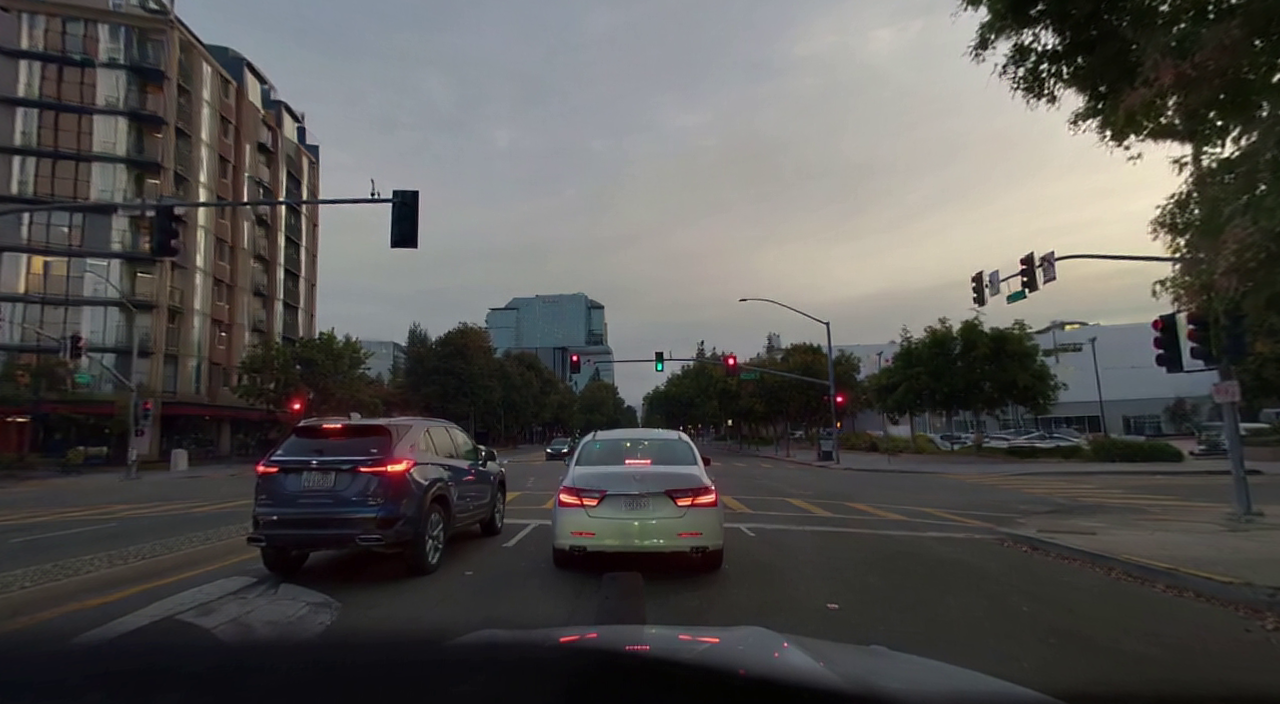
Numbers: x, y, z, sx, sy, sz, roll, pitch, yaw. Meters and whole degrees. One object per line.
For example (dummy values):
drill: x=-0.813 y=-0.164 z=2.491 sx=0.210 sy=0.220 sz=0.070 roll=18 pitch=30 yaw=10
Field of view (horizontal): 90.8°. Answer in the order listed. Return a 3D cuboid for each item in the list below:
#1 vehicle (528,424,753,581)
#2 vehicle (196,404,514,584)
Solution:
vehicle: x=0.016 y=1.756 z=8.154 sx=2.190 sy=1.522 sz=3.850 roll=0 pitch=-8 yaw=0
vehicle: x=-3.186 y=1.688 z=8.344 sx=2.081 sy=1.719 sz=4.434 roll=0 pitch=-8 yaw=1
